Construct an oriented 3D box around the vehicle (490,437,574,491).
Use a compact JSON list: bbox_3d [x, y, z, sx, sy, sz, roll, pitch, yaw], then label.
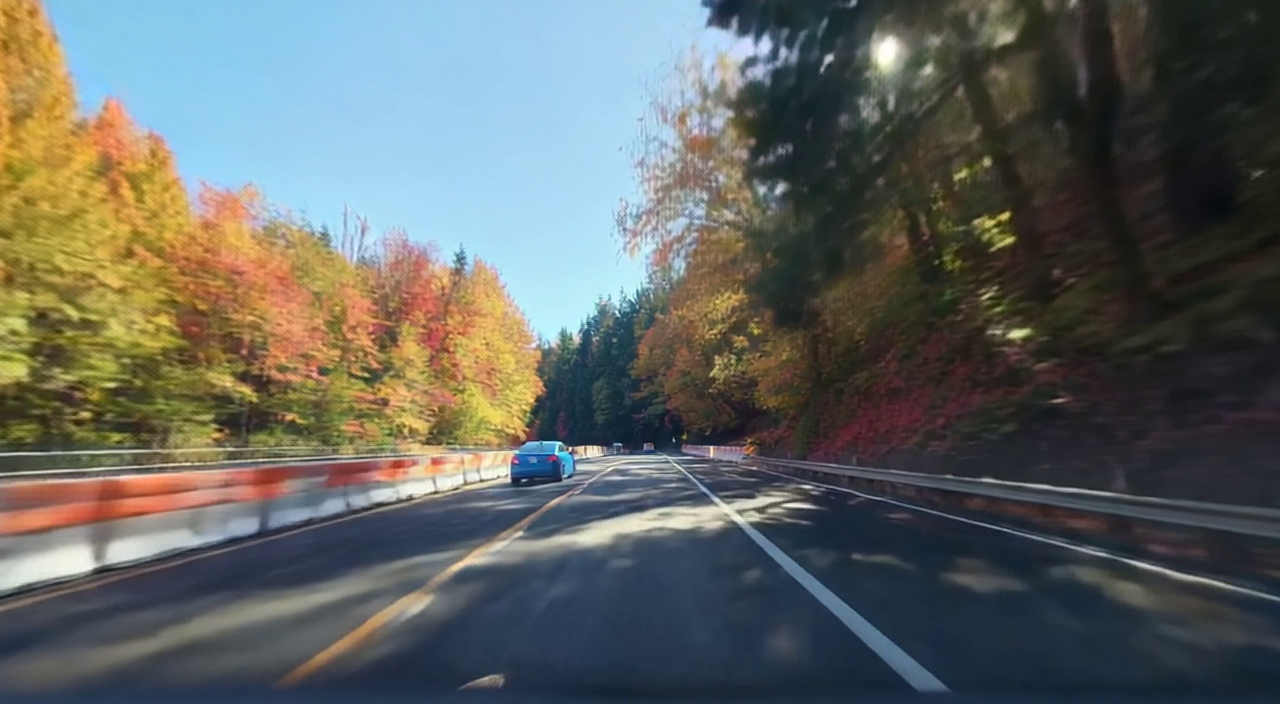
[{"bbox_3d":[-3.274,3.466,19.869,1.902,1.505,4.016,0,-8,1],"label":"vehicle"}]
